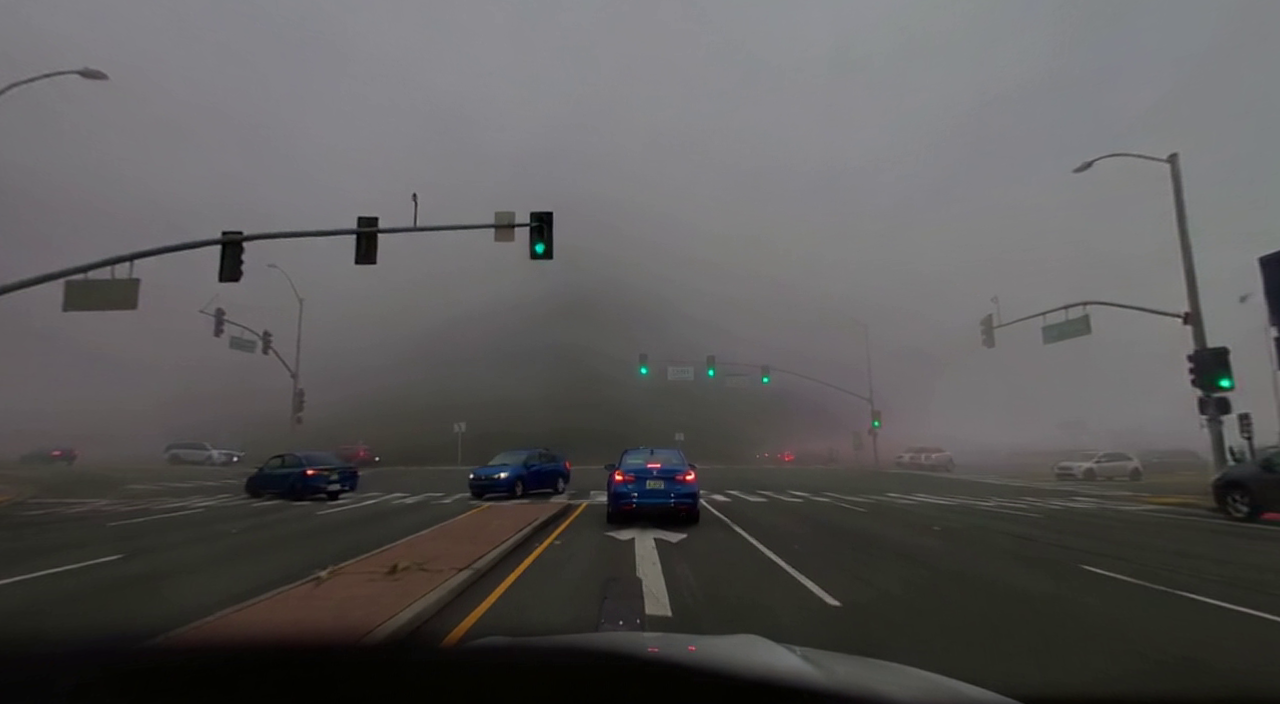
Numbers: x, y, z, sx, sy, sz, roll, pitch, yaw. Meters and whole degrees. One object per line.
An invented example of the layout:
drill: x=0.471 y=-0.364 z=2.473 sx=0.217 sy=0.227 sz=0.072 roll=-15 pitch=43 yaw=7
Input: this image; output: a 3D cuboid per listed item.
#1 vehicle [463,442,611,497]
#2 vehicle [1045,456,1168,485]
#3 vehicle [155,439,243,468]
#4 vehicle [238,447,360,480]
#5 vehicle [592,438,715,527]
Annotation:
vehicle: x=-3.342 y=3.640 z=20.007 sx=4.626 sy=1.489 sz=2.213 roll=-8 pitch=-12 yaw=42
vehicle: x=23.593 y=5.988 z=32.042 sx=4.684 sy=1.412 sz=1.995 roll=0 pitch=-9 yaw=-2
vehicle: x=-30.764 y=7.056 z=44.200 sx=1.999 sy=1.702 sz=4.557 roll=-2 pitch=-7 yaw=29
vehicle: x=-15.511 y=5.088 z=28.879 sx=4.531 sy=1.434 sz=1.841 roll=-1 pitch=-9 yaw=4
vehicle: x=0.184 y=2.533 z=12.831 sx=2.067 sy=1.471 sz=4.241 roll=0 pitch=-9 yaw=-1
